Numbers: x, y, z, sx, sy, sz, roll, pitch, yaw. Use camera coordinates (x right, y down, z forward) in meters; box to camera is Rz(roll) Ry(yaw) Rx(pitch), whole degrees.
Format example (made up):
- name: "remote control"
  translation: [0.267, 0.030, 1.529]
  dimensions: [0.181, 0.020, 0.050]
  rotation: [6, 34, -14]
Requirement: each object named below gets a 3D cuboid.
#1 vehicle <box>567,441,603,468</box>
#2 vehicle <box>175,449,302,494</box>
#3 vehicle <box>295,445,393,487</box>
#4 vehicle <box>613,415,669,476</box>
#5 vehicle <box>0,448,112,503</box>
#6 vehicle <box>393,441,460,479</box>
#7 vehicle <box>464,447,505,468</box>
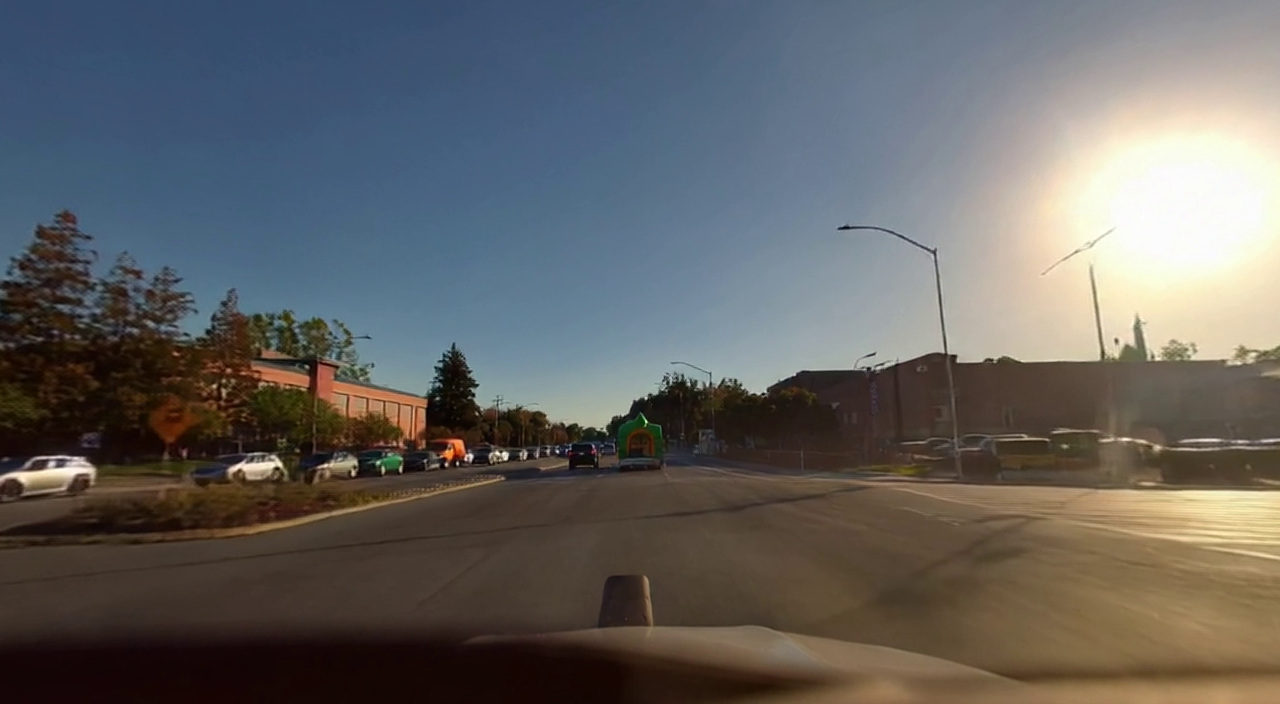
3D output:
- name: "vehicle"
  translation: [-3.927, 7.414, 45.751]
  dimensions: [2.184, 1.830, 4.890]
  rotation: [0, -8, 0]
- name: "vehicle"
  translation: [-16.293, 4.850, 25.973]
  dimensions: [2.022, 1.442, 4.853]
  rotation: [-4, -8, 1]
- name: "vehicle"
  translation: [-12.937, 4.965, 27.938]
  dimensions: [1.960, 1.627, 4.784]
  rotation: [0, -8, 1]
- name: "vehicle"
  translation: [-0.117, 5.503, 37.463]
  dimensions: [2.843, 3.120, 10.422]
  rotation: [0, -8, -2]
- name: "vehicle"
  translation: [-22.408, 4.400, 22.823]
  dimensions: [2.017, 1.785, 5.092]
  rotation: [0, -8, 2]
- name: "vehicle"
  translation: [-12.433, 6.265, 37.046]
  dimensions: [2.068, 1.747, 5.040]
  rotation: [-4, -6, 1]
- name: "vehicle"
  translation: [-11.945, 8.108, 48.629]
  dimensions: [1.935, 1.467, 4.451]
  rotation: [0, -8, 2]
